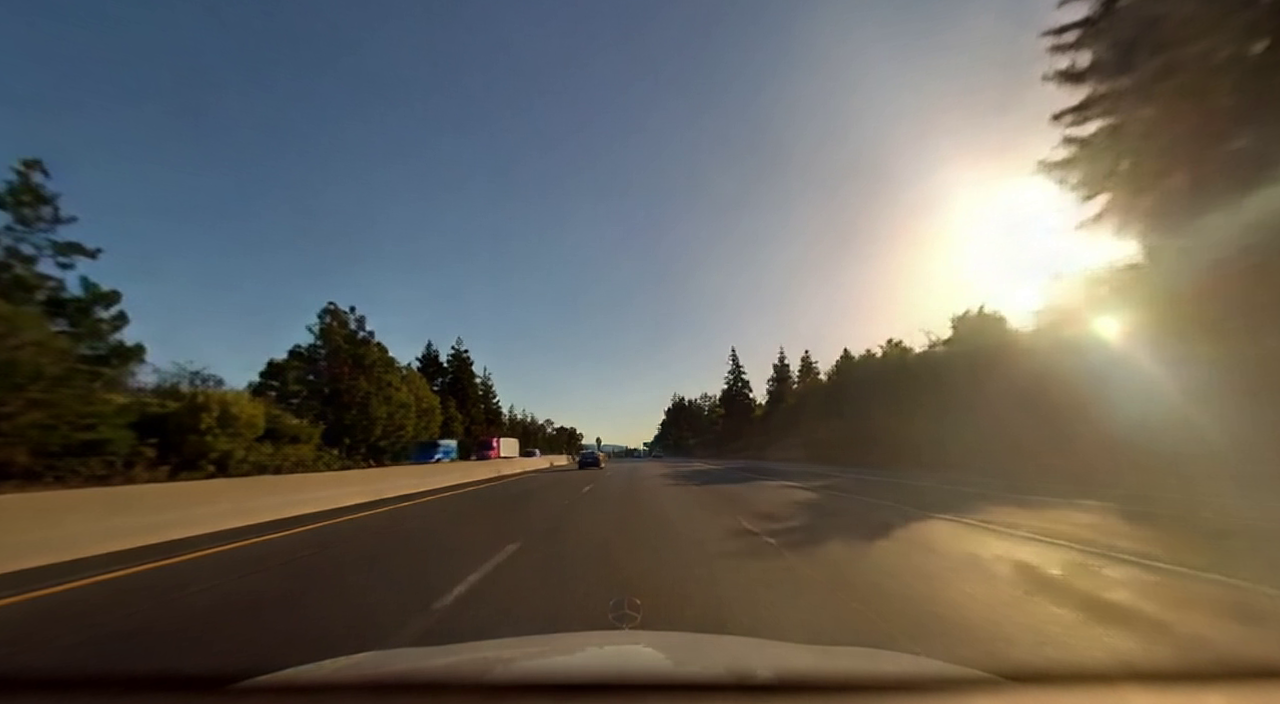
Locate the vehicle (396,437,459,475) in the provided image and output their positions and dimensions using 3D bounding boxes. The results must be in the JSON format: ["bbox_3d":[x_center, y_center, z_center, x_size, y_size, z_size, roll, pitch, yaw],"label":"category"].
[{"bbox_3d":[-15.892,7.843,47.557,2.400,2.633,6.390,0,-9,1],"label":"vehicle"}]

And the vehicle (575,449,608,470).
[{"bbox_3d":[-3.710,8.318,48.923,2.128,1.521,5.409,0,-9,0],"label":"vehicle"}]
